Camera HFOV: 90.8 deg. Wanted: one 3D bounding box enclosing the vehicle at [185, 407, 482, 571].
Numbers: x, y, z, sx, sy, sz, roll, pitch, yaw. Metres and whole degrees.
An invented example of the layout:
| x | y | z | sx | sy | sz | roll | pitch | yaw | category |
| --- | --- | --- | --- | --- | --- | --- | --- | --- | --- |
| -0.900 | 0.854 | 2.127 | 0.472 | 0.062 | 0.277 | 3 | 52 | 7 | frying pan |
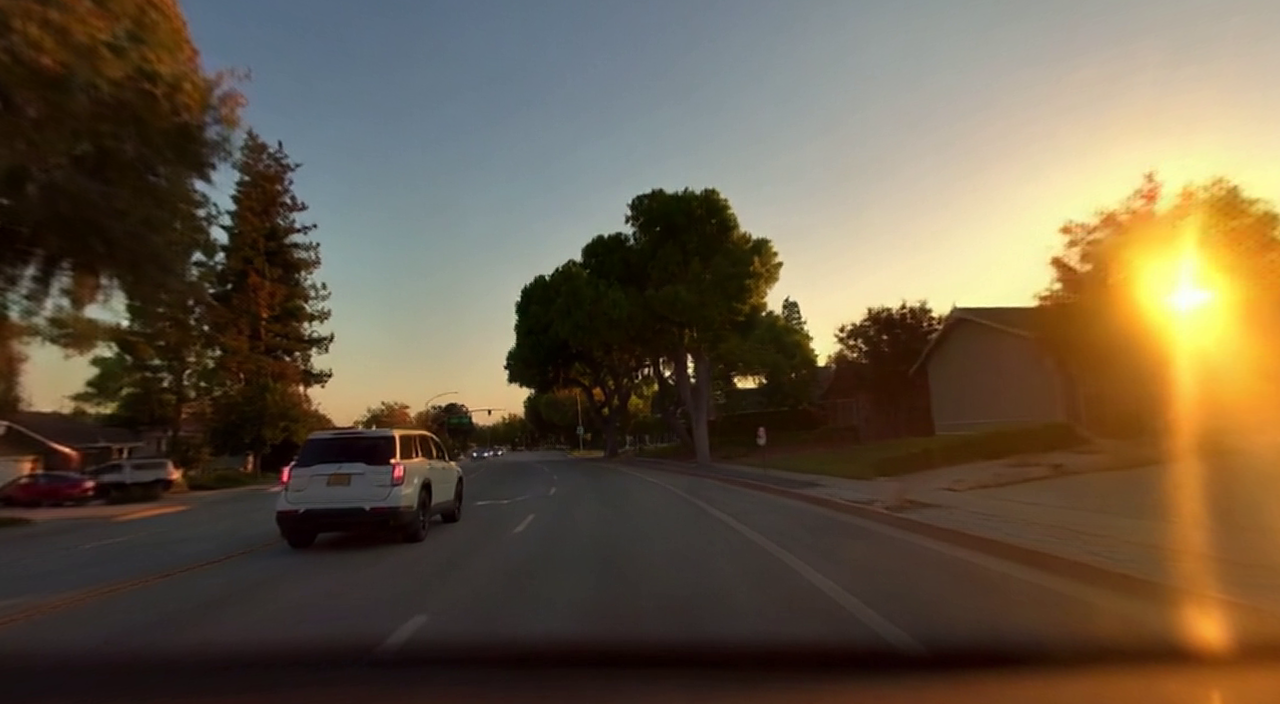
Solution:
| x | y | z | sx | sy | sz | roll | pitch | yaw | category |
| --- | --- | --- | --- | --- | --- | --- | --- | --- | --- |
| -3.917 | 1.828 | 9.219 | 2.175 | 1.772 | 4.442 | 0 | -8 | -1 | vehicle |

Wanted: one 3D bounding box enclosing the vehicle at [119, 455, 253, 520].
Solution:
| x | y | z | sx | sy | sz | roll | pitch | yaw | category |
| --- | --- | --- | --- | --- | --- | --- | --- | --- | --- |
| -15.358 | 4.529 | 21.690 | 1.878 | 1.505 | 4.435 | -8 | -6 | -10 | vehicle |

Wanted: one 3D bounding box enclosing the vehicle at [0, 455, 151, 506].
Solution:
| x | y | z | sx | sy | sz | roll | pitch | yaw | category |
| --- | --- | --- | --- | --- | --- | --- | --- | --- | --- |
| -24.394 | 5.515 | 27.262 | 4.809 | 1.471 | 2.012 | -6 | -8 | -8 | vehicle |
